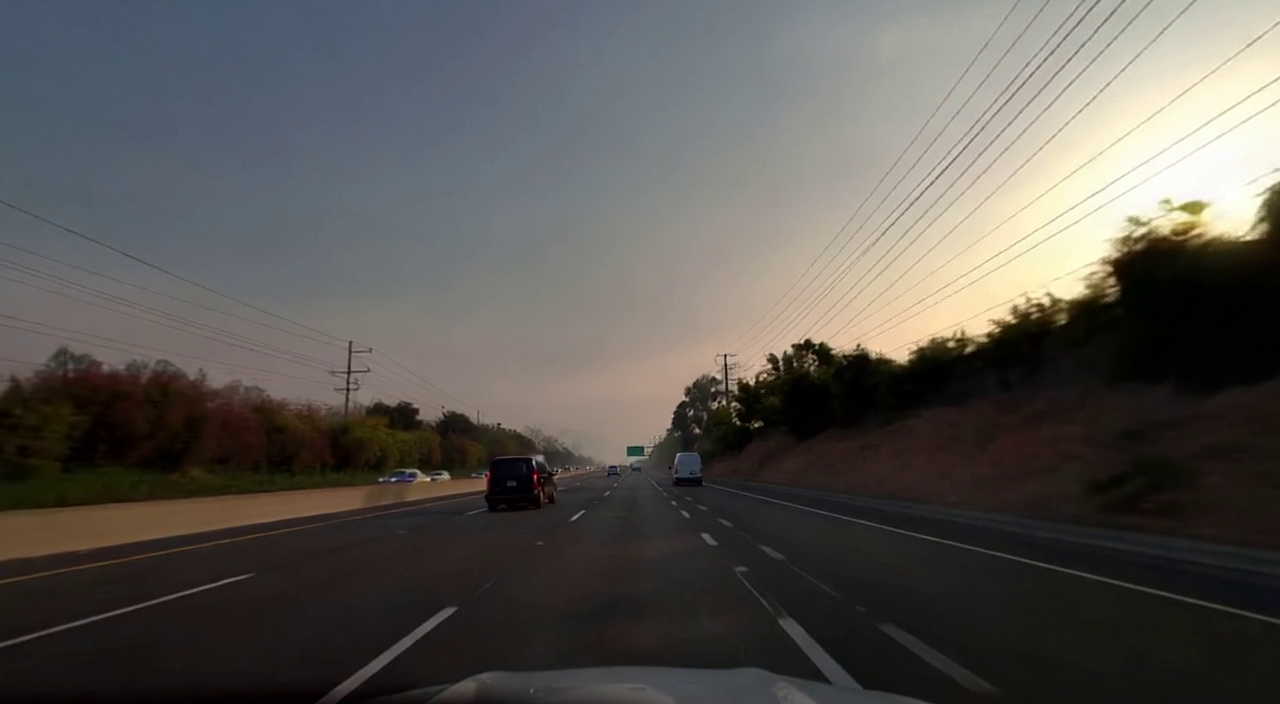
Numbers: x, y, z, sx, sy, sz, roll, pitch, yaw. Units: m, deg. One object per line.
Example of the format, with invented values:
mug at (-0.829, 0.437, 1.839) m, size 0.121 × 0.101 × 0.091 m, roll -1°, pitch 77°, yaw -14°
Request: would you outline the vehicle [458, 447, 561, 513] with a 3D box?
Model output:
vehicle at (-3.845, 3.928, 19.580) m, size 2.153 × 1.756 × 4.730 m, roll 1°, pitch -10°, yaw 0°
